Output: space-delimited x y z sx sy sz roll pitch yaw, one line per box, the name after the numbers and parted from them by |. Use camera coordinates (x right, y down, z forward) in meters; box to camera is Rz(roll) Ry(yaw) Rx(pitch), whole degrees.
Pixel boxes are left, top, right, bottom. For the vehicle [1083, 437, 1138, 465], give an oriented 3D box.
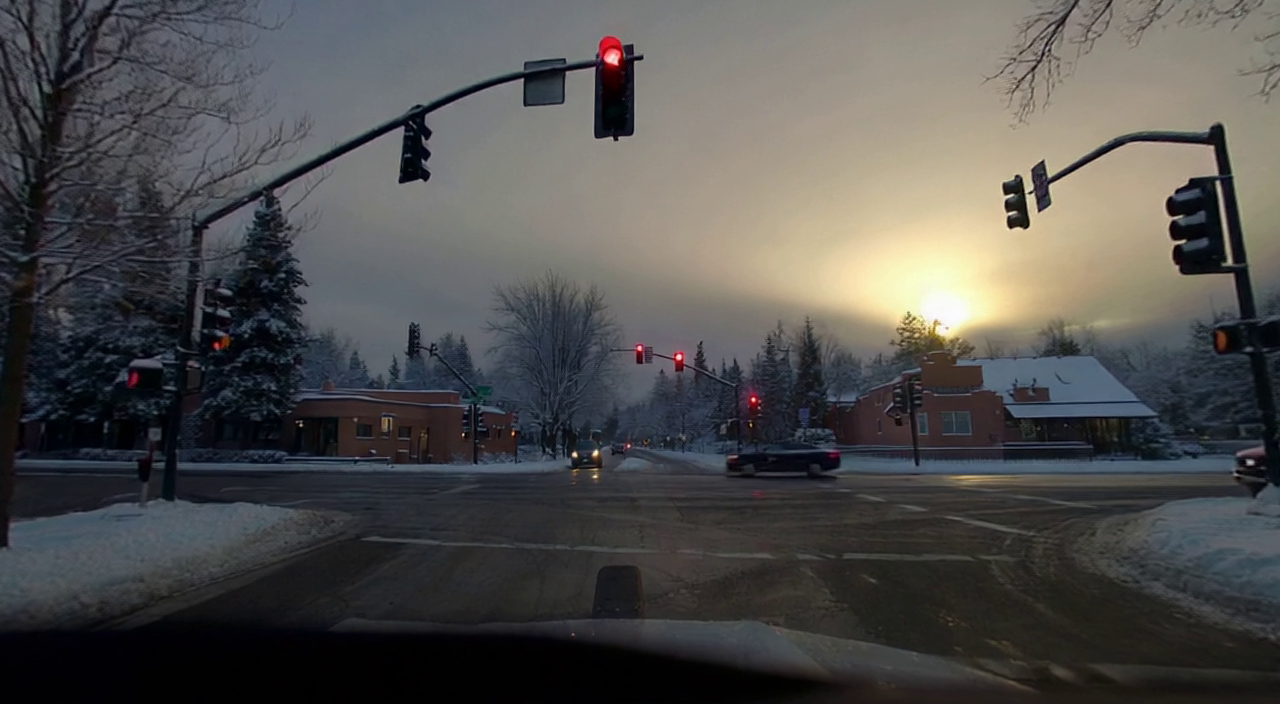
26.972 5.652 36.141 2.092 1.474 4.046 -8 -11 40 | vehicle

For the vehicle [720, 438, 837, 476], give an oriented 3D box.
5.766 4.380 26.375 4.588 1.484 2.000 -3 -9 14 | vehicle

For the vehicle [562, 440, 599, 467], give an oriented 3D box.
-4.113 7.103 44.251 2.251 1.756 4.610 0 -9 -2 | vehicle

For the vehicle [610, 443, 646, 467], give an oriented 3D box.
-0.862 6.856 42.143 2.056 1.492 3.937 1 -9 -6 | vehicle
